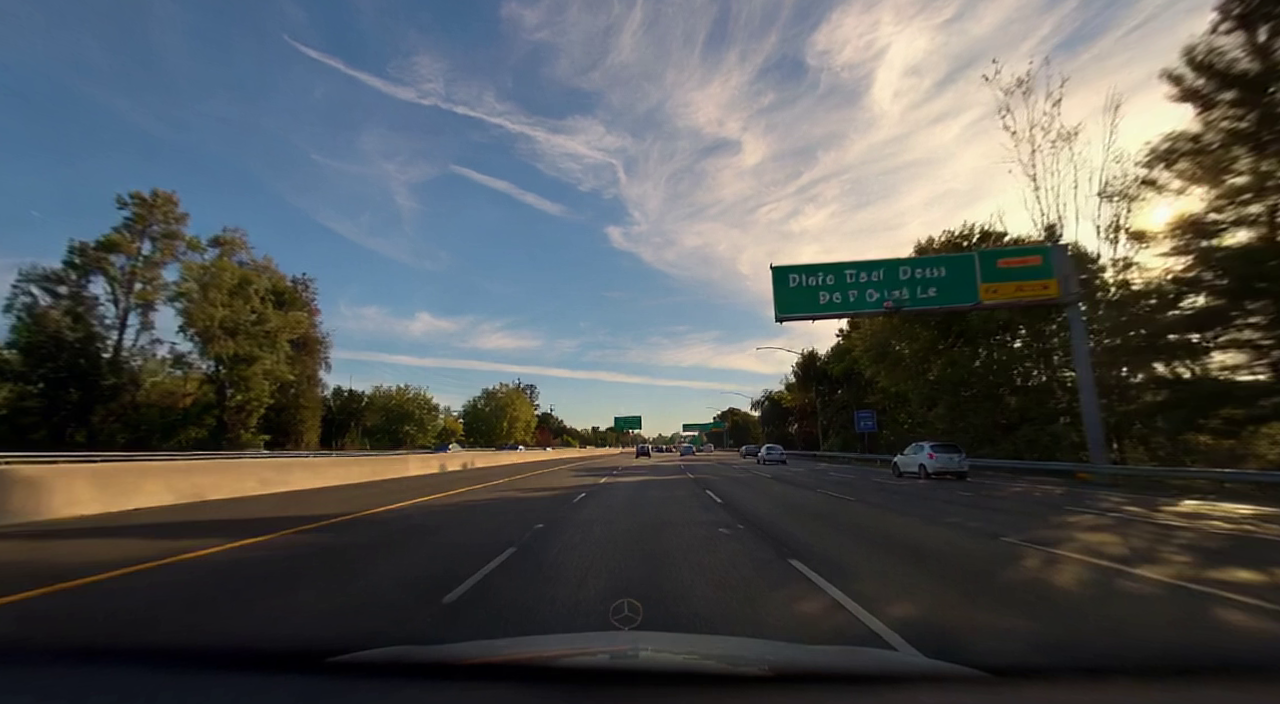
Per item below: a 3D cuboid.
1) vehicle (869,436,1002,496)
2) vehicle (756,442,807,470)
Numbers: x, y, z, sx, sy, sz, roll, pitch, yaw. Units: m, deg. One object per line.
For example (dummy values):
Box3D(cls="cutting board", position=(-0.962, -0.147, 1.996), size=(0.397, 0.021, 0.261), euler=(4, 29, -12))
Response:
Box3D(cls="vehicle", position=(8.936, 3.474, 19.637), size=(2.090, 1.643, 4.513), euler=(0, -9, 3))
Box3D(cls="vehicle", position=(8.090, 5.966, 36.506), size=(1.861, 1.500, 4.860), euler=(0, -9, 0))
